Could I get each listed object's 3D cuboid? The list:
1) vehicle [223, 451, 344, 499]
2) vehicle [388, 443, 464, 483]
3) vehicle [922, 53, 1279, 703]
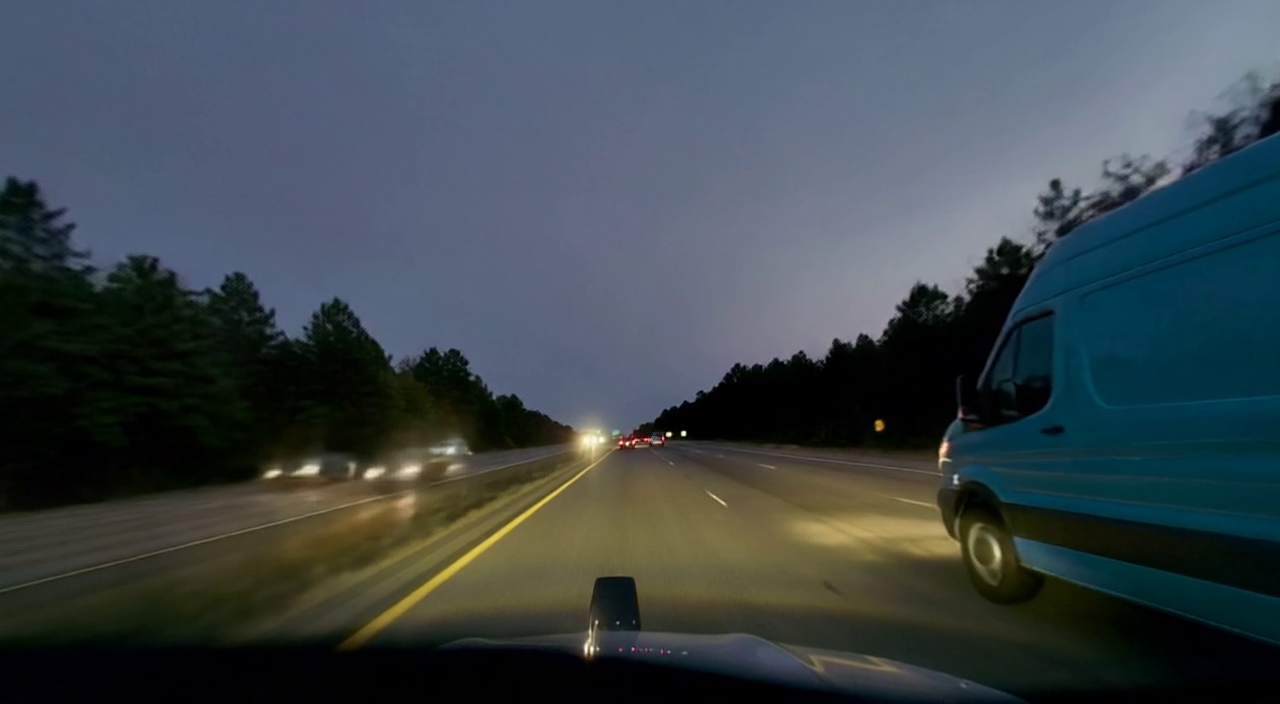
[{"bbox_3d":[-13.476,4.647,24.140,1.935,1.512,4.688,0,-8,-1],"label":"vehicle"},{"bbox_3d":[-9.381,4.863,27.945,1.870,1.542,4.363,0,-8,0],"label":"vehicle"},{"bbox_3d":[3.701,0.040,1.661,2.416,2.595,7.243,0,-8,-1],"label":"vehicle"}]
